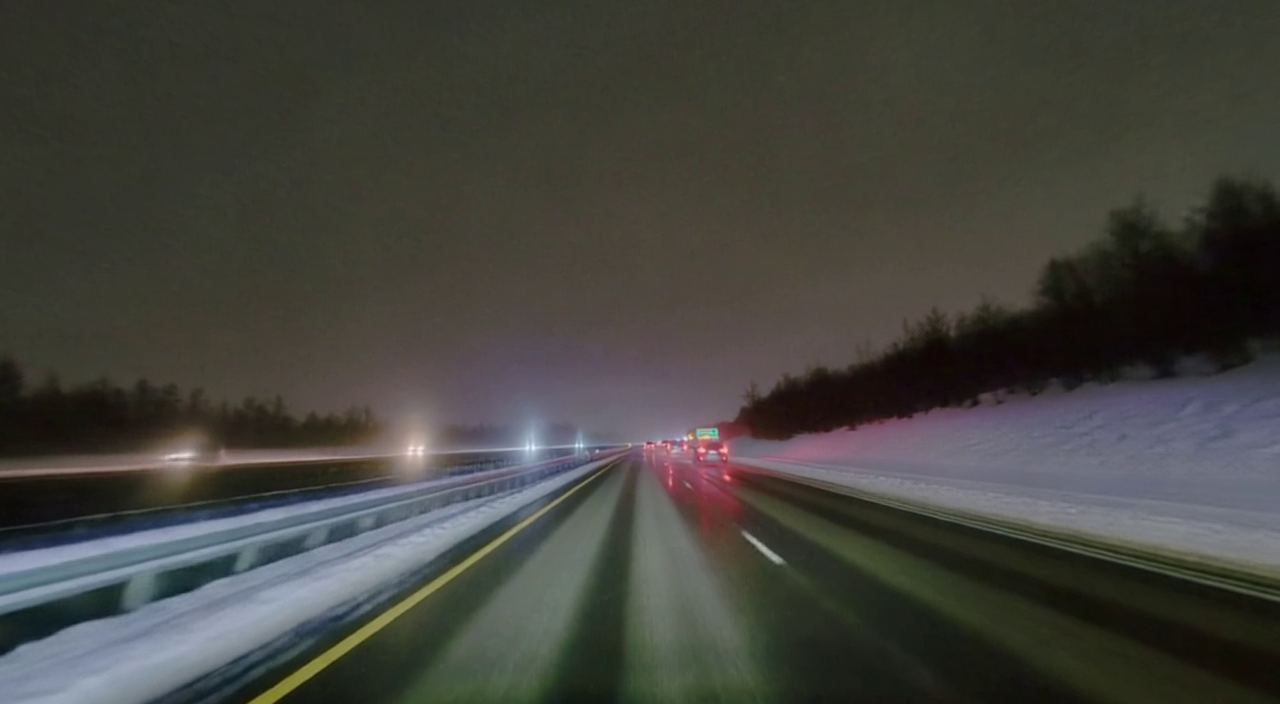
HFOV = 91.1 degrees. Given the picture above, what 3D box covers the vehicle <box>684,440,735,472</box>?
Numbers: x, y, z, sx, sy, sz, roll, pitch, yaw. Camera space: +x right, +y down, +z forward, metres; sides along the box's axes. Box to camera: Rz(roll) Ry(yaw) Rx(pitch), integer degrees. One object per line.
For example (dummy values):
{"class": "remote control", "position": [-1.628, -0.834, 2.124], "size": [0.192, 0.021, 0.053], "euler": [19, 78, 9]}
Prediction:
{"class": "vehicle", "position": [3.552, 5.420, 32.936], "size": [2.044, 1.527, 4.658], "euler": [0, -8, -1]}
